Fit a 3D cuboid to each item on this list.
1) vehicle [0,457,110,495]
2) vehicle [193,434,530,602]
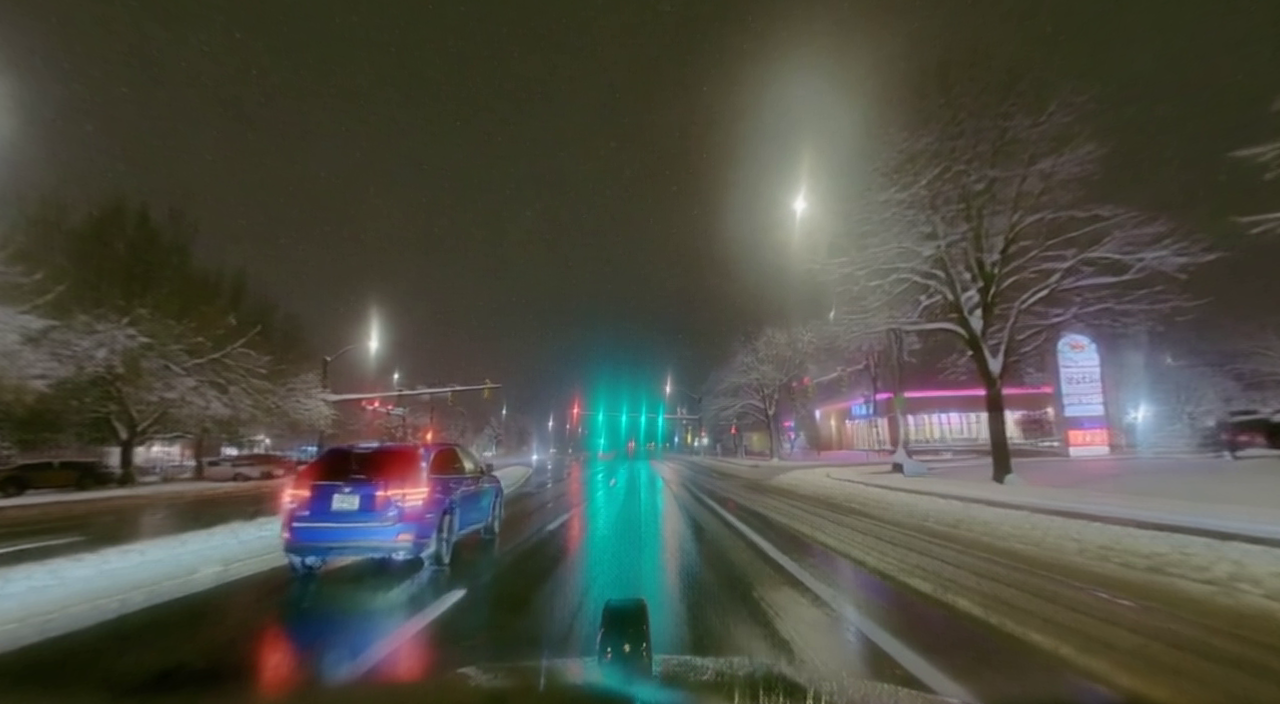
[{"bbox_3d":[-31.171,6.417,32.823,5.009,1.772,2.506,5,-10,-30],"label":"vehicle"},{"bbox_3d":[-2.871,1.810,7.941,2.082,1.460,4.636,0,-8,1],"label":"vehicle"}]
